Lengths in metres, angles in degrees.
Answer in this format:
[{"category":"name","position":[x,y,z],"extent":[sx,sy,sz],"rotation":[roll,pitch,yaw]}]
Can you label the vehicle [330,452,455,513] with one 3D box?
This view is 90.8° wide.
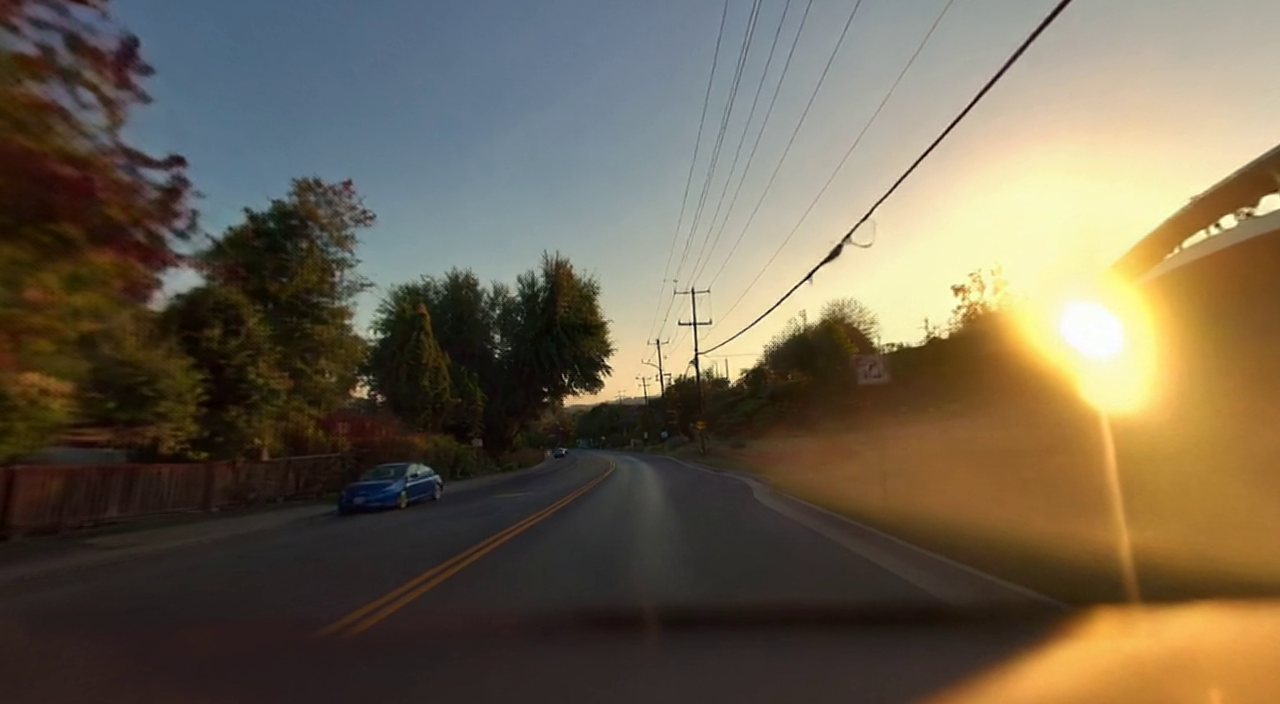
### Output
[{"category":"vehicle","position":[-7.830,4.146,20.552],"extent":[2.114,1.693,4.468],"rotation":[0,-9,2]}]
